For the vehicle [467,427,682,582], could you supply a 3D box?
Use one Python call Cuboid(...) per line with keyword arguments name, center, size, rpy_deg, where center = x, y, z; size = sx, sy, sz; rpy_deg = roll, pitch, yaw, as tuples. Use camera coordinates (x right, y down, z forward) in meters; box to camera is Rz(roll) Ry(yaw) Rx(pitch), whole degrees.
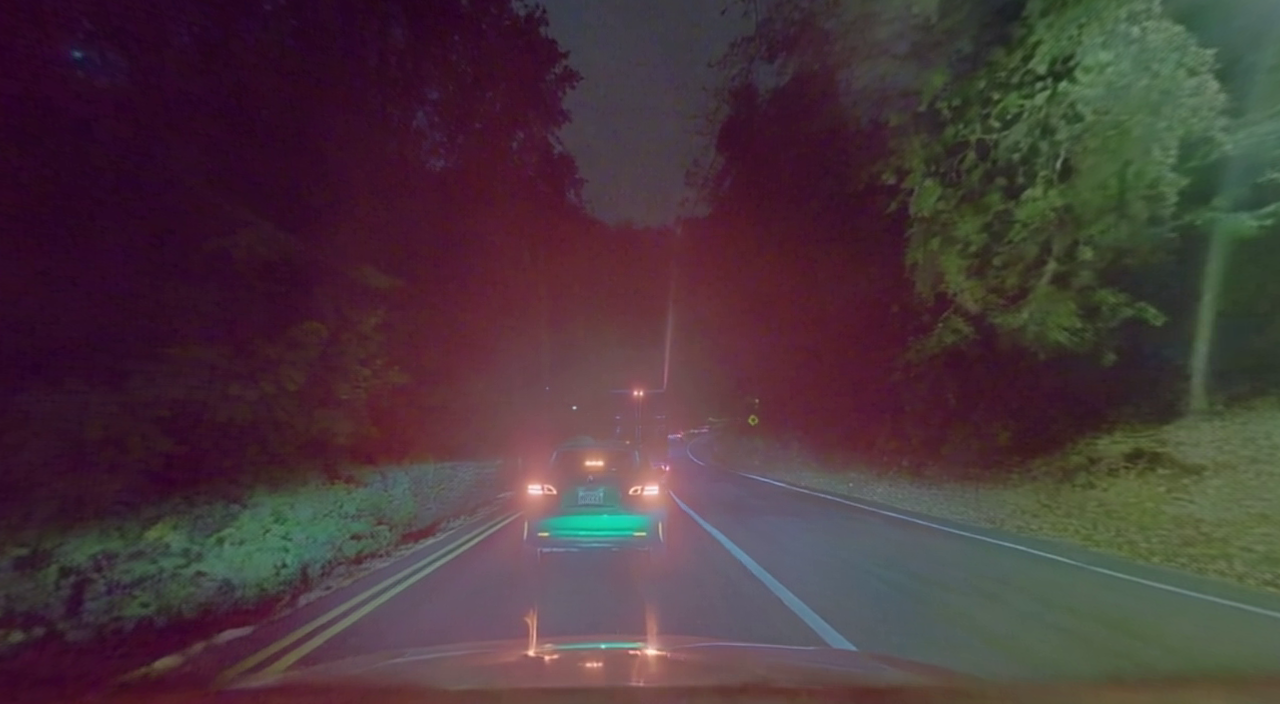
Cuboid(name="vehicle", center=(-0.625, 1.795, 8.213), size=(2.076, 1.490, 4.078), rpy_deg=(0, -9, 0))
